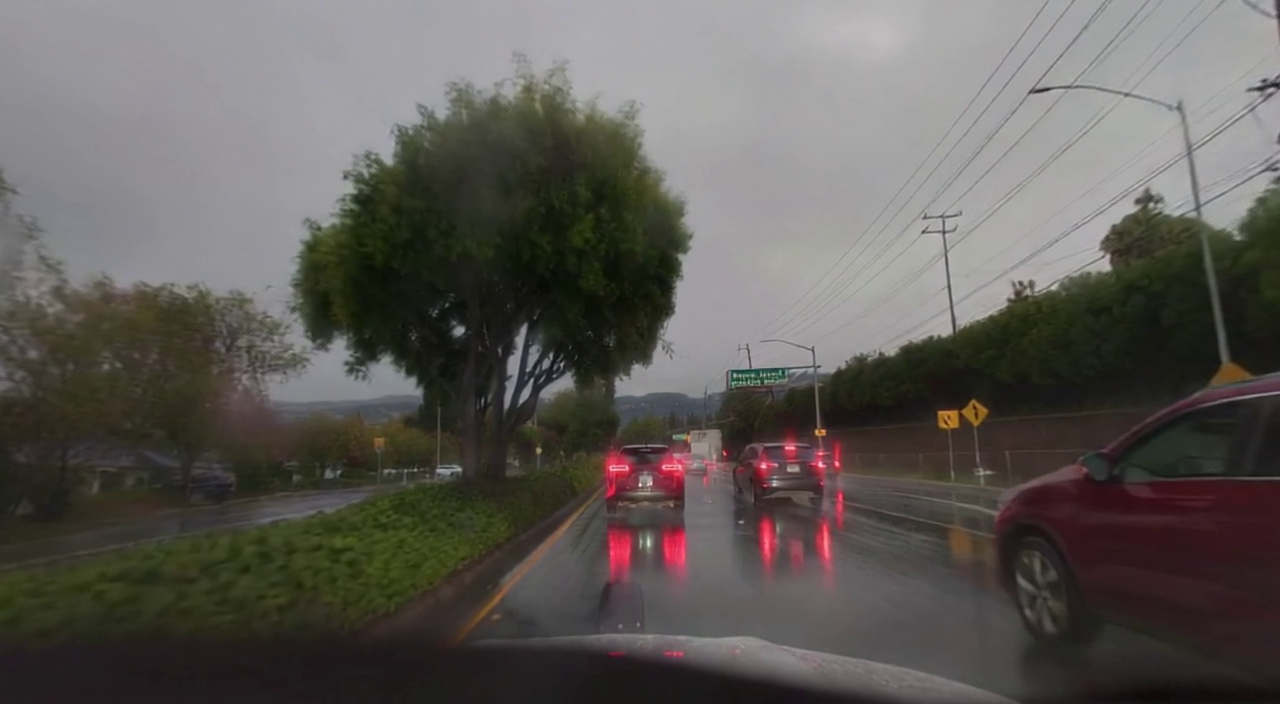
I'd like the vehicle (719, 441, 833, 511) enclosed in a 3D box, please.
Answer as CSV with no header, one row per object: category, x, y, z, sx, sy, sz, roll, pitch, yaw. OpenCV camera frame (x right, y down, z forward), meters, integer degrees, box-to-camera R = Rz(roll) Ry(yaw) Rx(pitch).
vehicle,3.392,3.151,16.625,2.064,1.591,4.081,0,-8,0

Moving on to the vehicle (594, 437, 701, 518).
vehicle,0.148,2.902,15.179,2.199,1.641,4.232,0,-8,0

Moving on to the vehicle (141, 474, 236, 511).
vehicle,-22.590,7.031,31.828,1.847,1.554,3.926,0,-8,0

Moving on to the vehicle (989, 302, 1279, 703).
vehicle,3.399,0.665,1.856,2.097,1.818,4.625,0,-8,0
